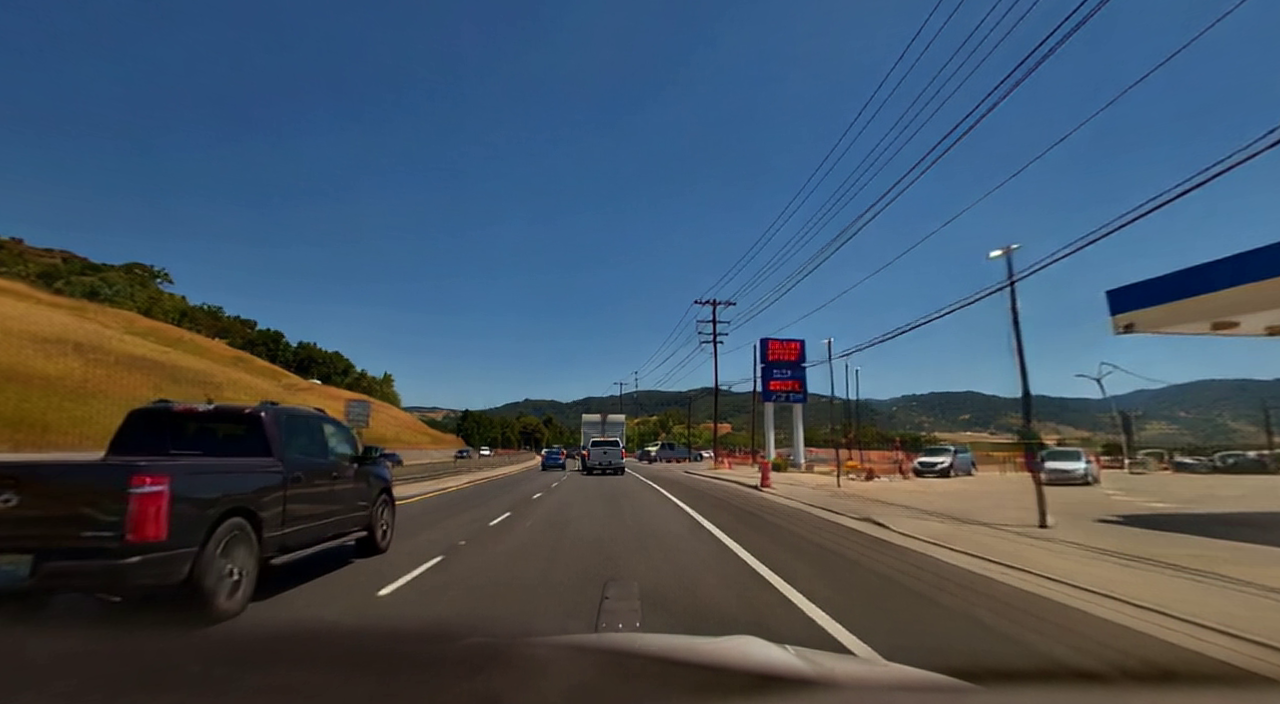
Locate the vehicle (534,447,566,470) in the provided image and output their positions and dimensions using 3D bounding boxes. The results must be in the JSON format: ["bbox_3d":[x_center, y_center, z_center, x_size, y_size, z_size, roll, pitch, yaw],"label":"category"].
[{"bbox_3d":[-6.319,7.504,44.782,1.972,1.496,4.150,1,-9,-5],"label":"vehicle"}]

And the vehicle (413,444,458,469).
[{"bbox_3d":[-15.739,8.046,48.862,2.202,1.785,4.684,1,-9,-5],"label":"vehicle"}]

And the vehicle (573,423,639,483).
[{"bbox_3d":[-1.468,4.251,26.861,2.486,2.280,5.291,1,-9,-4],"label":"vehicle"}]

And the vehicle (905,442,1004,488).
[{"bbox_3d":[14.450,5.087,28.886,5.331,1.917,2.166,8,-11,-42],"label":"vehicle"}]

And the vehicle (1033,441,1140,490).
[{"bbox_3d":[19.217,4.793,27.118,5.424,1.844,2.255,7,-11,-39],"label":"vehicle"}]

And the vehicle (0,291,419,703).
[{"bbox_3d":[-4.054,1.140,5.473,2.345,2.012,5.693,0,-9,-2],"label":"vehicle"}]
